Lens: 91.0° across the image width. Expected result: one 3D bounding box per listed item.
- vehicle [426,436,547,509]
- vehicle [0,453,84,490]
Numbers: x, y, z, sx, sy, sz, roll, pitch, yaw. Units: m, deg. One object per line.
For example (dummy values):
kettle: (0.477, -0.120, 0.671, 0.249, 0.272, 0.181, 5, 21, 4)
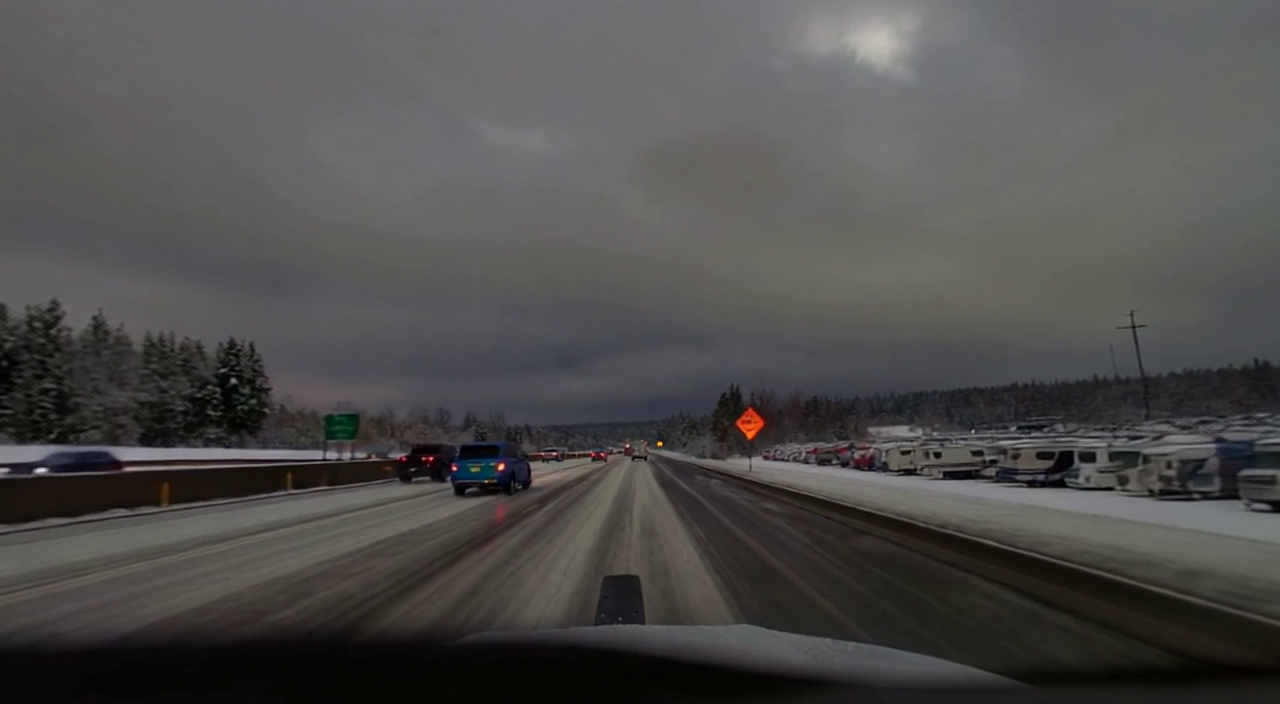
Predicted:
vehicle: (-3.882, 3.128, 16.771, 2.070, 1.665, 4.213, 0, -9, 1)
vehicle: (-29.701, 5.678, 30.119, 1.863, 1.612, 4.639, 0, -9, 2)
